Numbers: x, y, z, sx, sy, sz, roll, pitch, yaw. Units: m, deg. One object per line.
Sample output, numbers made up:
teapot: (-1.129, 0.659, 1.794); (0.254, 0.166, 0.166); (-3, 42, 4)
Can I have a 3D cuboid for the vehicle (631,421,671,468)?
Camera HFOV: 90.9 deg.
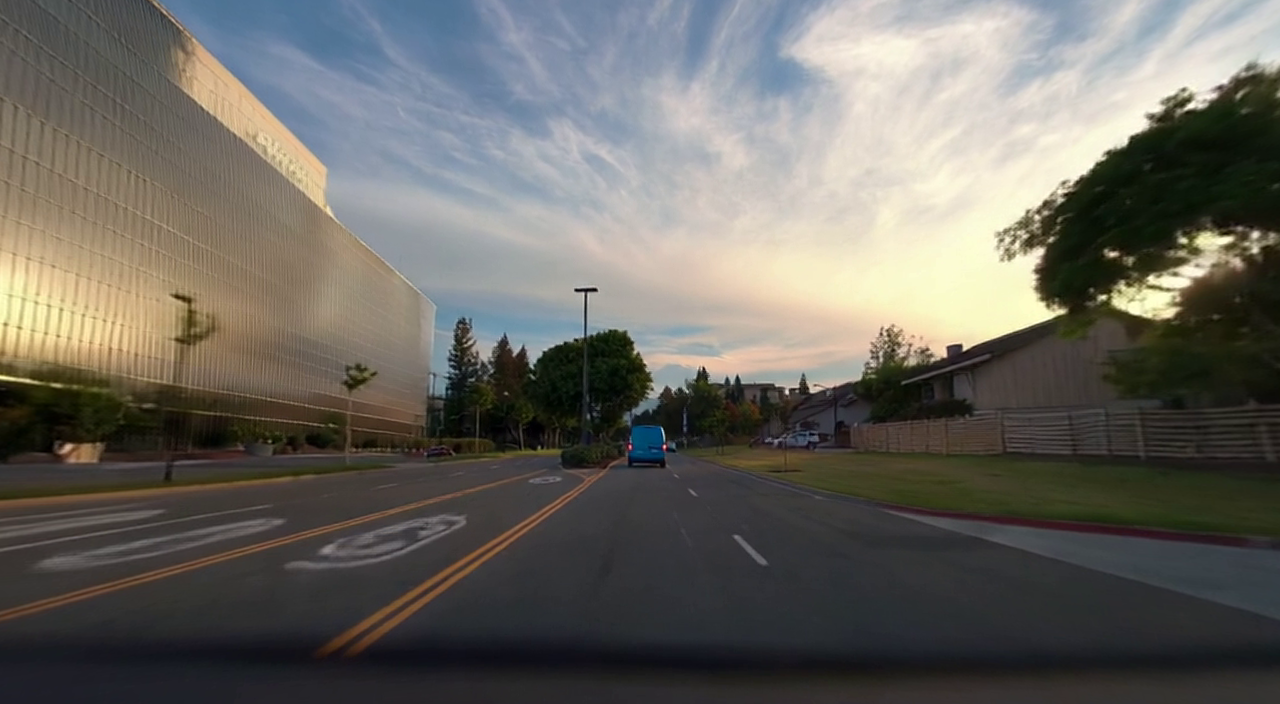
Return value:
vehicle: (0.662, 5.945, 40.586); (2.435, 2.816, 5.232); (0, -8, 0)
